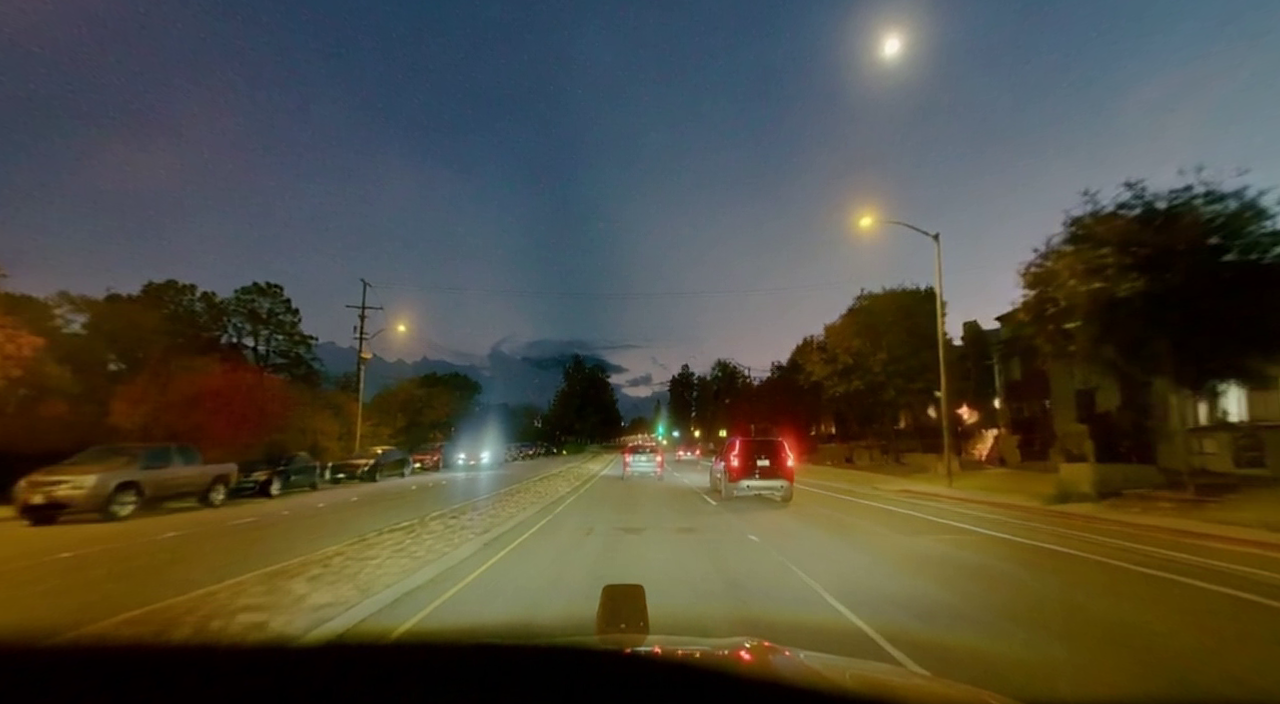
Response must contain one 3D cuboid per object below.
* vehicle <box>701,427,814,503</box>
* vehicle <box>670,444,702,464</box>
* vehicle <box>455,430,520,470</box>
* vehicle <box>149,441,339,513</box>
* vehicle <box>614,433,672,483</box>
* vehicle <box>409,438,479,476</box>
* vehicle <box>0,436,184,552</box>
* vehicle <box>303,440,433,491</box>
[{"bbox_3d":[3.026,3.031,17.335,2.166,1.799,4.372,0,-8,-2],"label":"vehicle"},{"bbox_3d":[3.517,7.896,48.903,2.096,1.489,4.757,0,-8,0],"label":"vehicle"},{"bbox_3d":[-8.893,5.816,37.562,2.037,2.113,7.185,0,-8,0],"label":"vehicle"},{"bbox_3d":[-8.938,2.819,14.716,1.786,1.422,4.021,0,-8,1],"label":"vehicle"},{"bbox_3d":[0.090,4.307,25.863,2.185,1.822,4.391,0,-8,-1],"label":"vehicle"},{"bbox_3d":[-9.147,4.931,29.828,1.988,1.663,4.316,0,-8,-1],"label":"vehicle"},{"bbox_3d":[-8.981,1.913,8.770,1.923,1.433,4.450,0,-8,0],"label":"vehicle"},{"bbox_3d":[-8.898,3.740,21.236,2.140,1.510,5.005,0,-8,0],"label":"vehicle"}]
